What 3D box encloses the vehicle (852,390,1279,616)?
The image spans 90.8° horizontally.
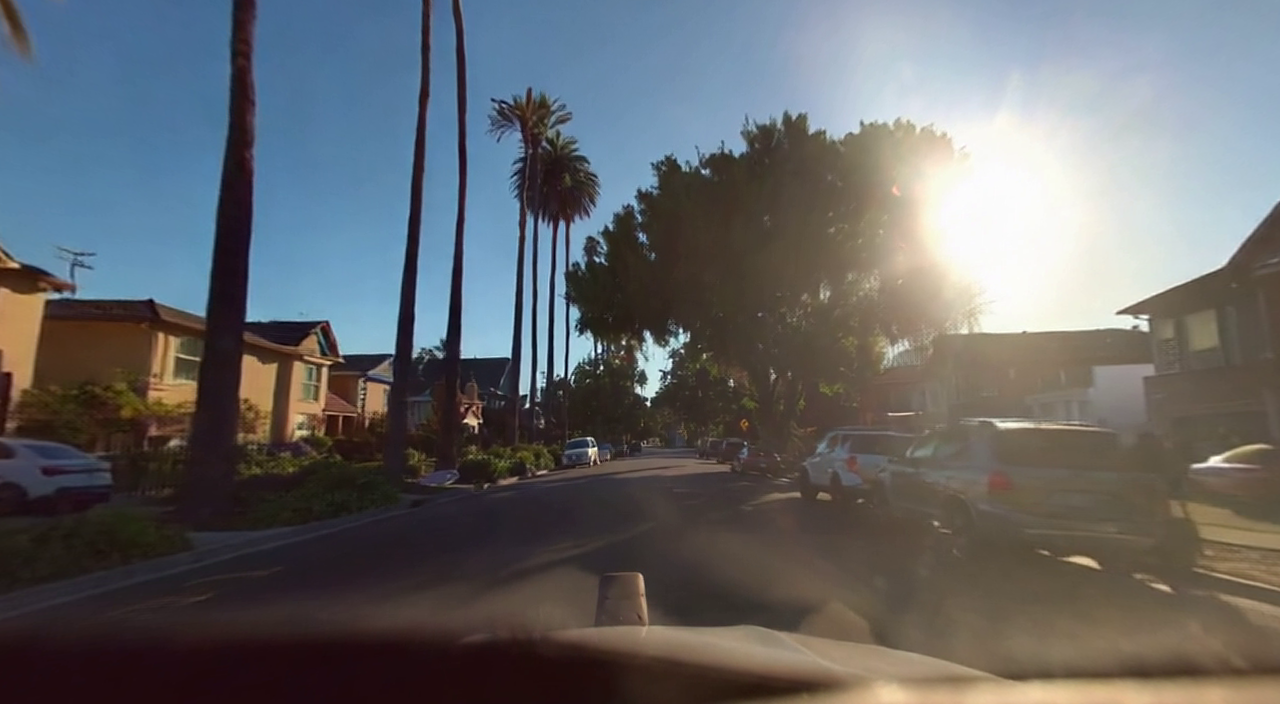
[{"bbox_3d":[4.566,1.665,8.053,2.166,1.766,5.186,4,-8,3],"label":"vehicle"}]

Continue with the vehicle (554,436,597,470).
[{"bbox_3d":[-3.867,6.155,38.621,2.149,1.877,5.082,-2,-9,-1],"label":"vehicle"}]

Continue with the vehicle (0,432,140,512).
[{"bbox_3d":[-13.725,2.497,13.447,4.638,1.536,1.863,-1,-9,4],"label":"vehicle"}]

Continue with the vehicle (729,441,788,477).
[{"bbox_3d":[5.465,5.001,29.746,2.056,1.464,4.493,2,-8,2],"label":"vehicle"}]
